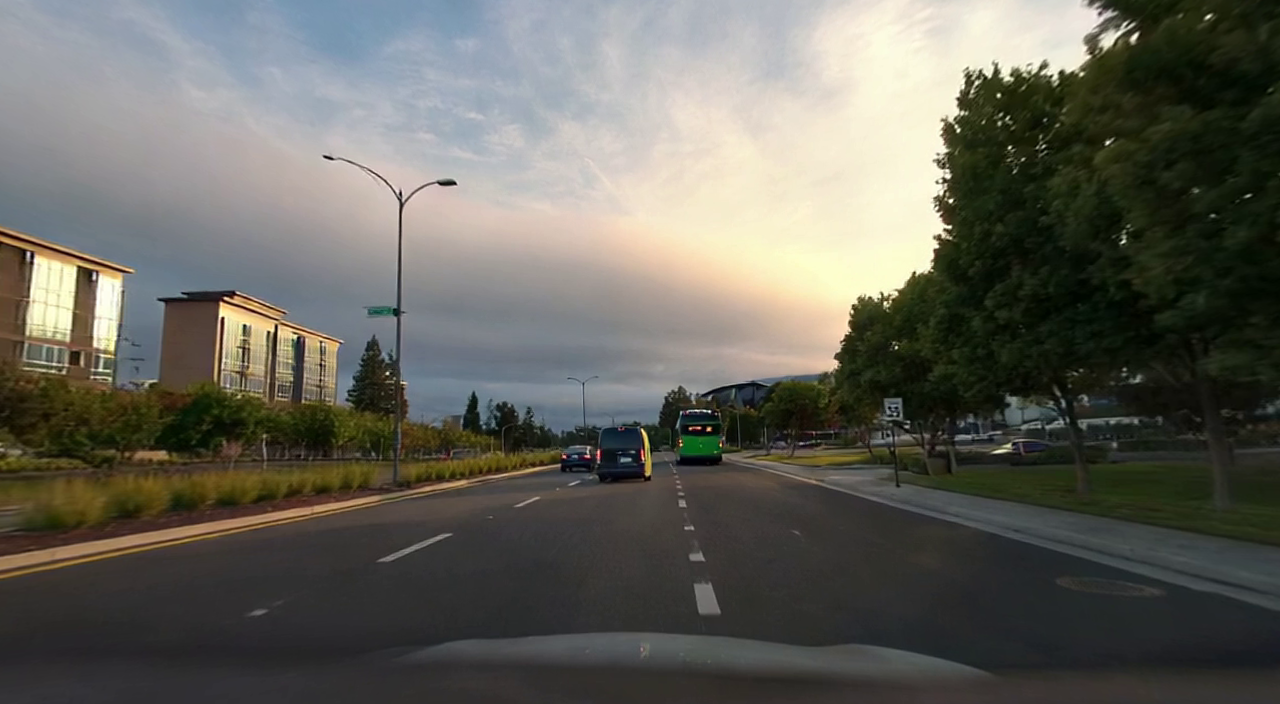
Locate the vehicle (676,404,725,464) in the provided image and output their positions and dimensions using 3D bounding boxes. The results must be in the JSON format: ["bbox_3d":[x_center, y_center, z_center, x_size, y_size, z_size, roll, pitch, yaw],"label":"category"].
[{"bbox_3d":[4.431,6.468,48.903,2.970,4.005,13.429,-1,-9,2],"label":"vehicle"}]

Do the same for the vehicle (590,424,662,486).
[{"bbox_3d":[-0.391,3.937,24.359,2.336,2.122,5.207,-1,-9,3],"label":"vehicle"}]

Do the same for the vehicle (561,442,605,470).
[{"bbox_3d":[-3.459,6.453,39.361,2.109,1.672,4.256,-1,-9,3],"label":"vehicle"}]
